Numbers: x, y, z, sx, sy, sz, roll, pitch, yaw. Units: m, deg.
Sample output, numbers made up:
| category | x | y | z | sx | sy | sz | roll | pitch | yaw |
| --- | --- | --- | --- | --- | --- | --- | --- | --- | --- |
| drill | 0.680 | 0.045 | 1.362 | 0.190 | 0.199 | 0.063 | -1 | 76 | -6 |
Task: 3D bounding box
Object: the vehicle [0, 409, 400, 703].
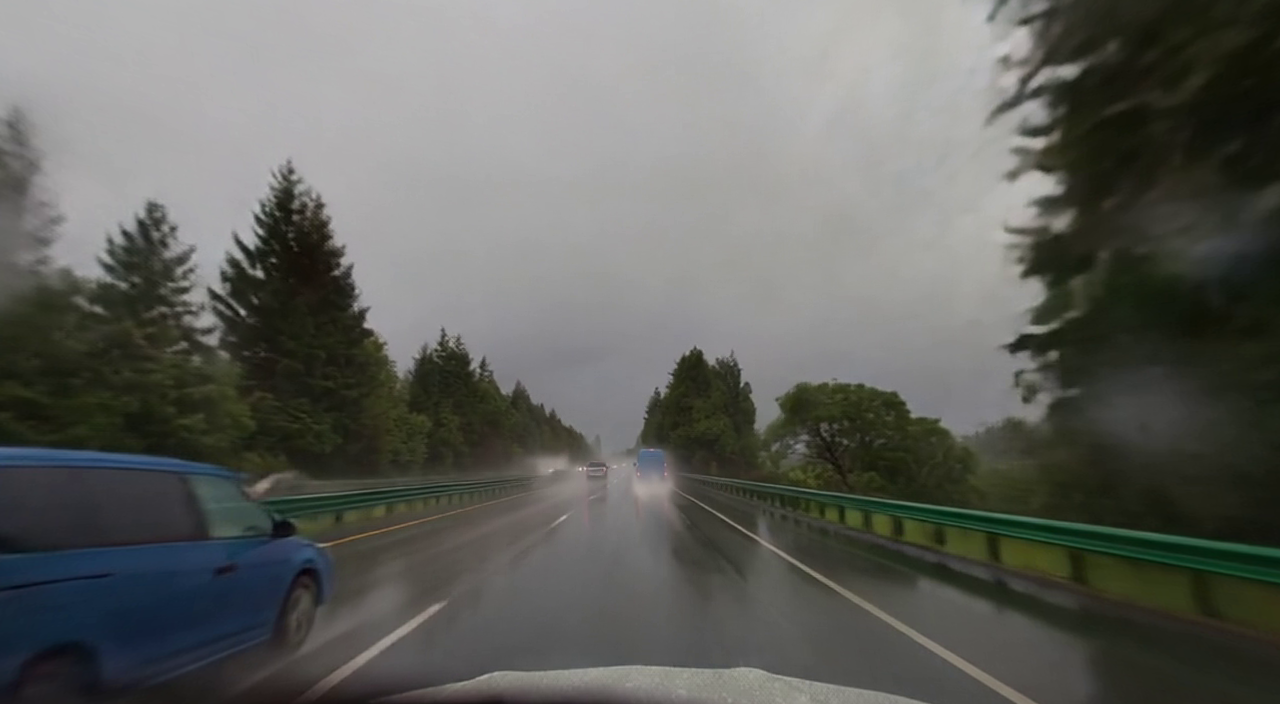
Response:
| category | x | y | z | sx | sy | sz | roll | pitch | yaw |
| --- | --- | --- | --- | --- | --- | --- | --- | --- | --- |
| vehicle | -3.355 | 1.242 | 3.838 | 2.038 | 1.490 | 4.391 | 1 | -11 | 0 |
